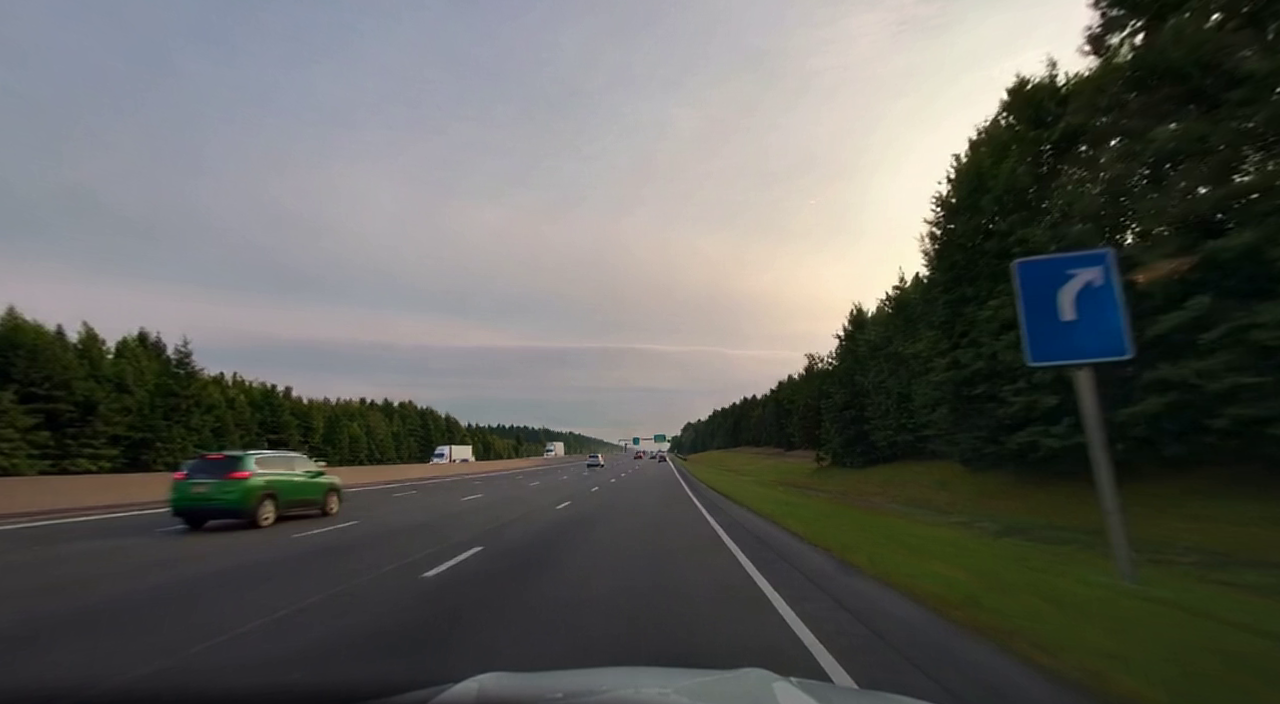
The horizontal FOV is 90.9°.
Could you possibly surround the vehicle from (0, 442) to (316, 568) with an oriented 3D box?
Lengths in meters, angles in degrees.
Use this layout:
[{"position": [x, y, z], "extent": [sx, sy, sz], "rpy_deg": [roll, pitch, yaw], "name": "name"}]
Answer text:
[{"position": [-7.582, 2.314, 10.351], "extent": [1.996, 1.579, 4.439], "rpy_deg": [-1, -9, 2], "name": "vehicle"}]
